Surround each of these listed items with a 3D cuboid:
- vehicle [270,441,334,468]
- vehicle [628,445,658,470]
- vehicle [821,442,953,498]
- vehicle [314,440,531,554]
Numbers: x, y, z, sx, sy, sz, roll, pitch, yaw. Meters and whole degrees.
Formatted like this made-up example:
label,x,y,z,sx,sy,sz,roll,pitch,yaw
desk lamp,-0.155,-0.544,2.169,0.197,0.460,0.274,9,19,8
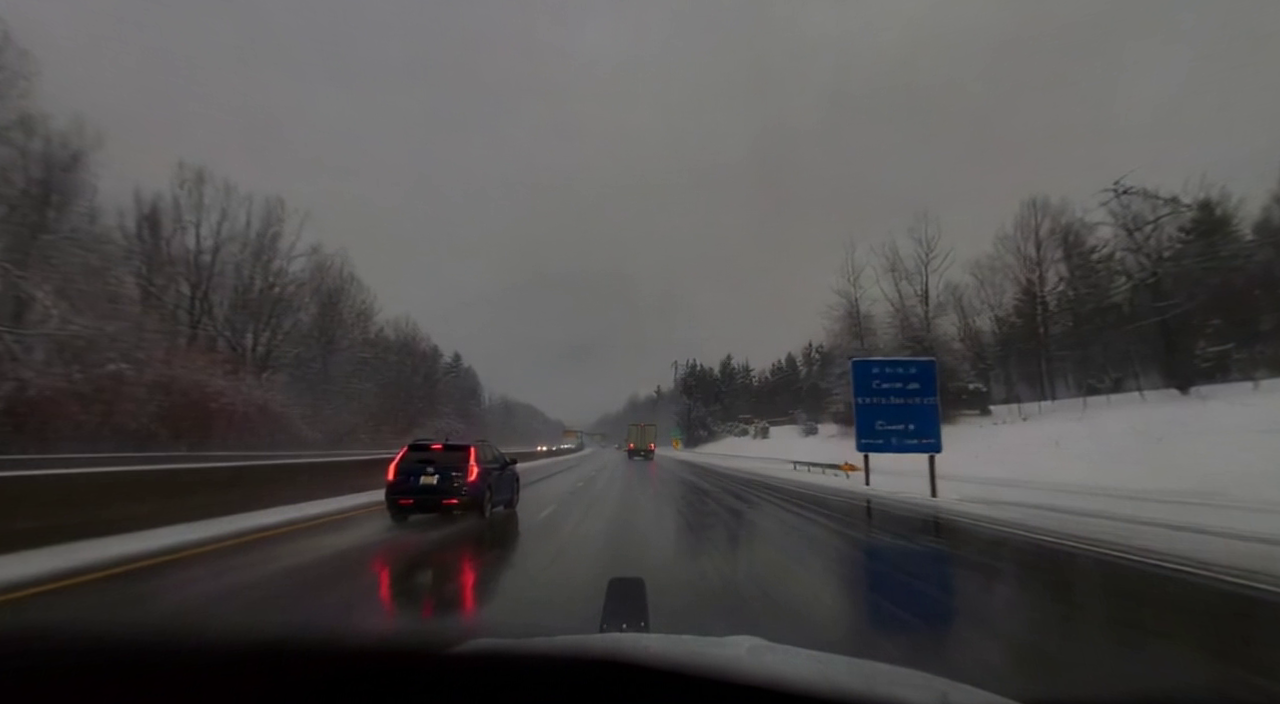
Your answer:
label,x,y,z,sx,sy,sz,roll,pitch,yaw
vehicle,-21.861,6.635,40.783,1.876,1.581,4.279,0,-9,-2
vehicle,0.172,6.713,40.025,1.859,1.478,3.799,0,-9,0
vehicle,7.816,3.767,20.607,2.081,1.576,5.604,0,-9,0
vehicle,-3.279,2.264,10.607,2.012,1.500,4.452,0,-9,1
